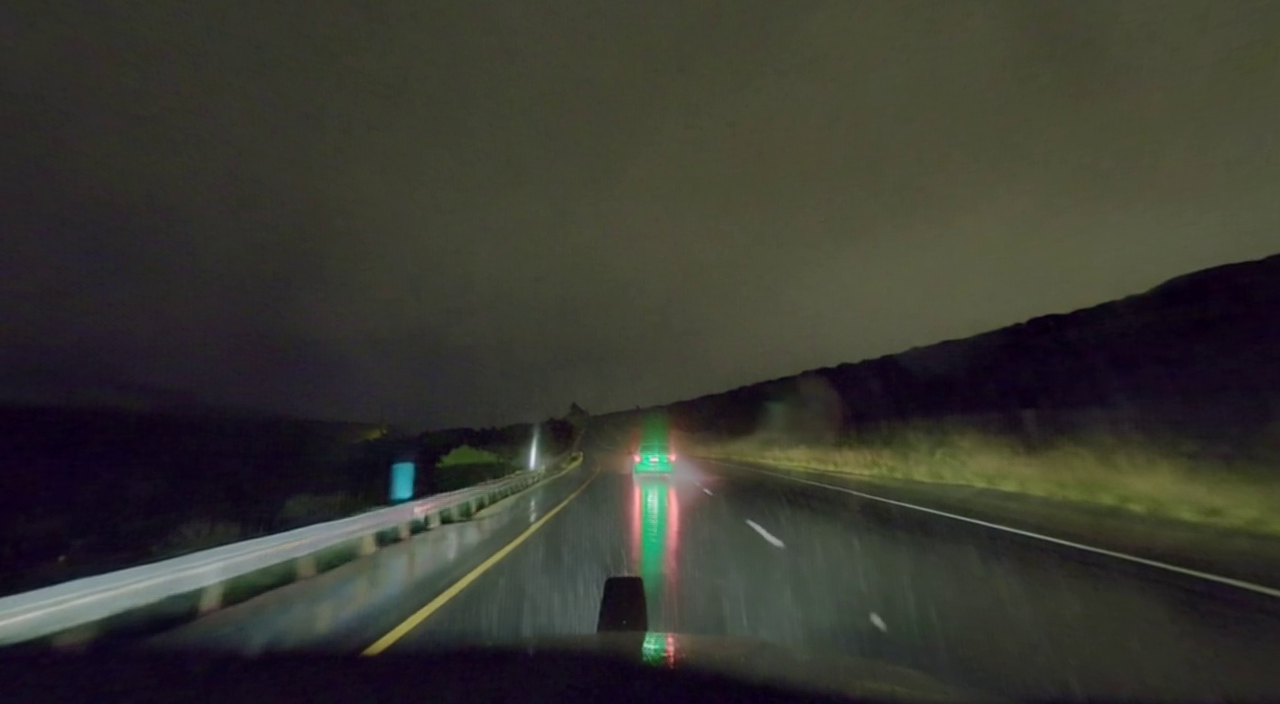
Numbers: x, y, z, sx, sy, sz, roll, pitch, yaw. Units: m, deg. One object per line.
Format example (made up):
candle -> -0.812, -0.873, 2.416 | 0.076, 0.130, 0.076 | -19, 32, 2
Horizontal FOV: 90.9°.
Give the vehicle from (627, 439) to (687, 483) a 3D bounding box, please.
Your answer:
vehicle -> 0.529, 4.034, 23.606 | 2.029, 1.474, 4.183 | 0, -8, -2
